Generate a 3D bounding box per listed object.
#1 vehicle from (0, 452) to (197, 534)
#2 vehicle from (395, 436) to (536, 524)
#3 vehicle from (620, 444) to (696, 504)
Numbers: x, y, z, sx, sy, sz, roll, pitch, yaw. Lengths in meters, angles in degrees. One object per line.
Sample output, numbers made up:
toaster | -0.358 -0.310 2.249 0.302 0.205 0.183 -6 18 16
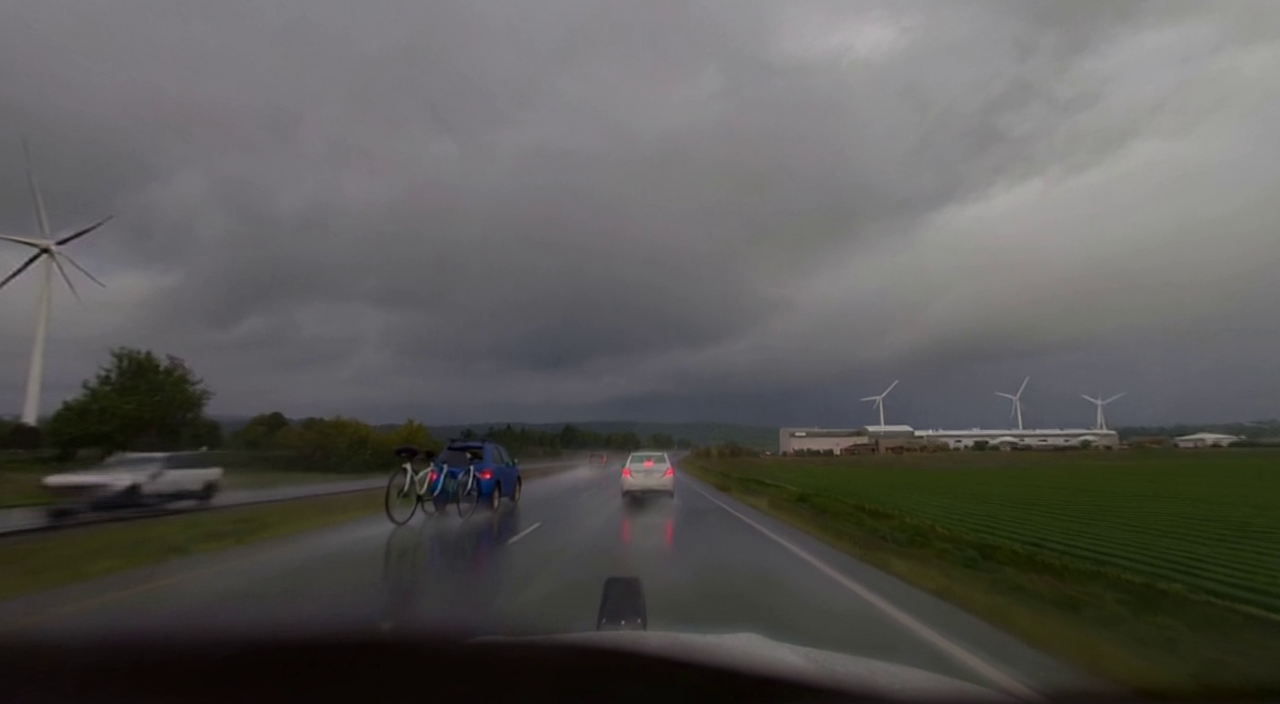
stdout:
vehicle | -12.582 2.987 13.993 1.986 1.460 4.765 -1 -9 1
vehicle | -3.731 2.807 14.324 1.962 1.681 4.033 -1 -9 1
vehicle | 0.469 3.636 19.162 2.063 1.582 3.955 0 -9 0
